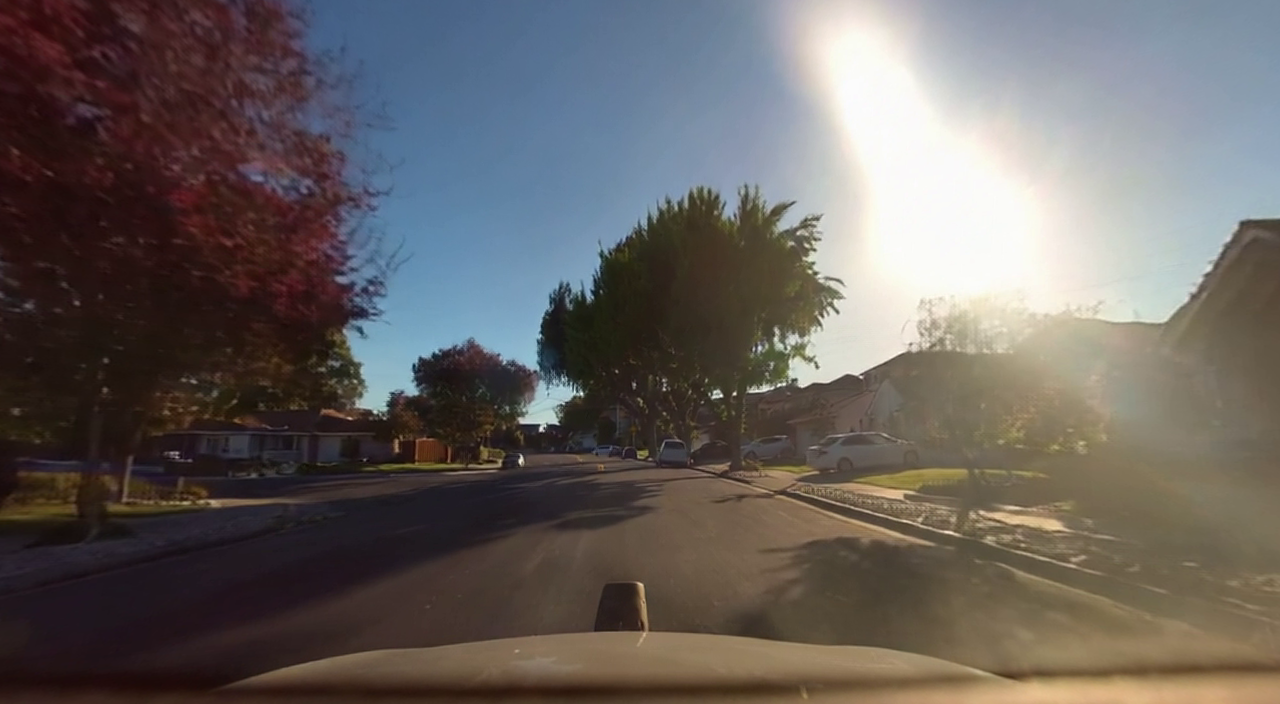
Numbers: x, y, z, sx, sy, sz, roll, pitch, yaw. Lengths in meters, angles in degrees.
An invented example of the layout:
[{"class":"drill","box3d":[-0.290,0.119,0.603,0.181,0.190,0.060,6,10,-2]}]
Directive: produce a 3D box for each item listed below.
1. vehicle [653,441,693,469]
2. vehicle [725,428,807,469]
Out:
[{"class":"vehicle","box3d":[2.449,7.820,48.013,2.214,1.962,4.733,1,-9,-8]},{"class":"vehicle","box3d":[8.393,6.476,42.511,4.801,2.139,2.164,-6,-8,-3]}]
